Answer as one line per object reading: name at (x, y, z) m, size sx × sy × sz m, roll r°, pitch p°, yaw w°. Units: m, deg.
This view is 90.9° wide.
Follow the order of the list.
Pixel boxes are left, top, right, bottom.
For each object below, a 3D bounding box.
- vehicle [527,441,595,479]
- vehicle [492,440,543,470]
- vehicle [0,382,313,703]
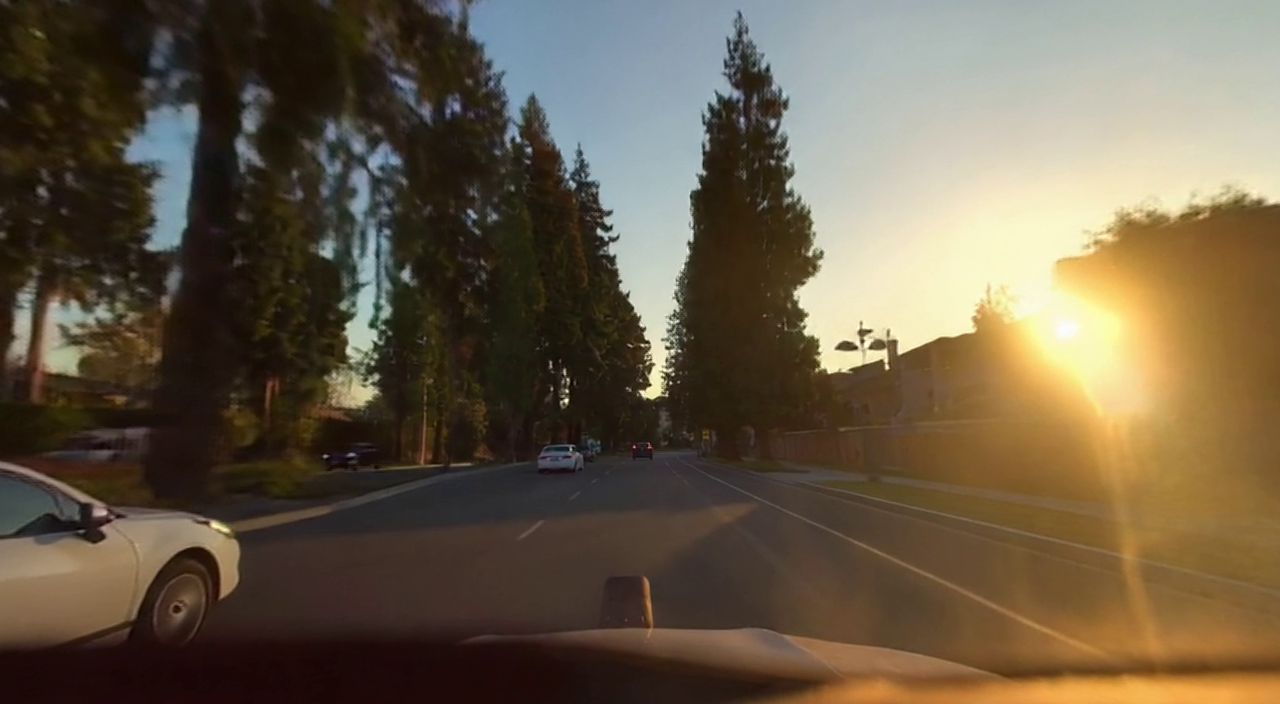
vehicle at (-3.321, 4.646, 27.488) m, size 2.188 × 1.473 × 4.651 m, roll 0°, pitch -8°, yaw 2°
vehicle at (-6.860, 5.822, 35.814) m, size 2.110 × 1.529 × 4.743 m, roll 0°, pitch -8°, yaw -2°
vehicle at (-3.968, 0.923, 2.868) m, size 2.190 × 1.545 × 4.943 m, roll 0°, pitch -8°, yaw 2°
